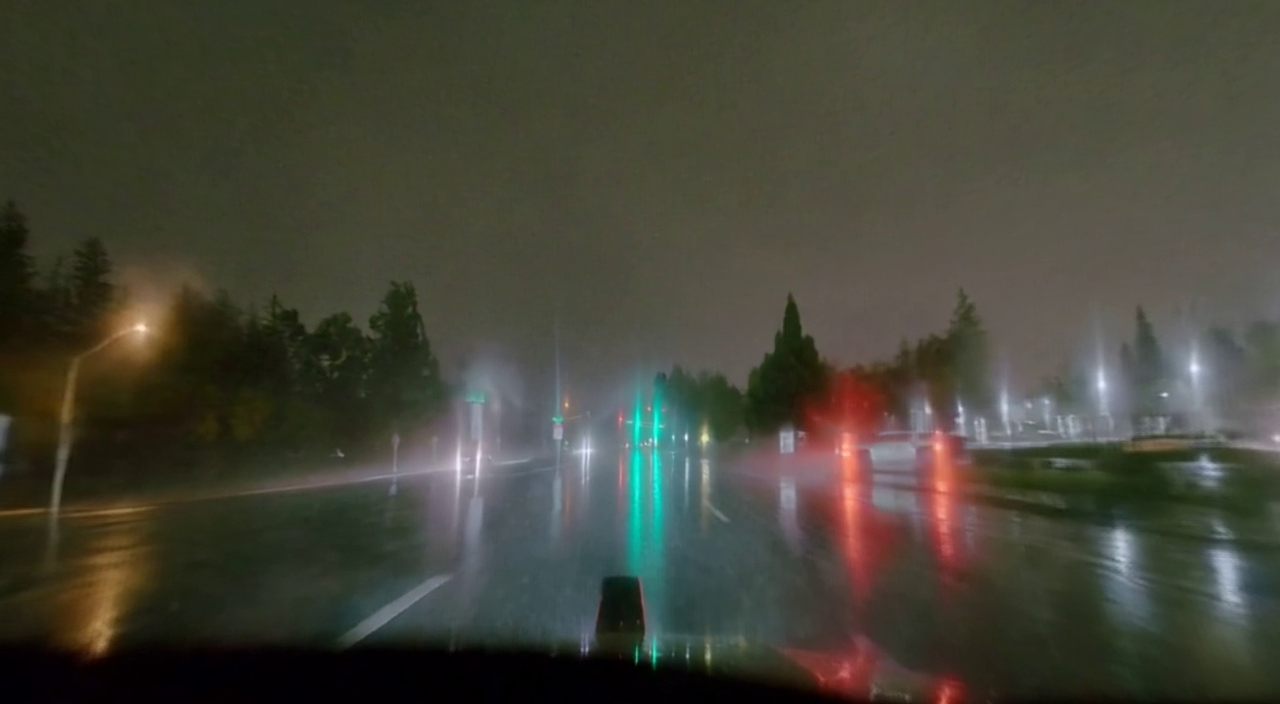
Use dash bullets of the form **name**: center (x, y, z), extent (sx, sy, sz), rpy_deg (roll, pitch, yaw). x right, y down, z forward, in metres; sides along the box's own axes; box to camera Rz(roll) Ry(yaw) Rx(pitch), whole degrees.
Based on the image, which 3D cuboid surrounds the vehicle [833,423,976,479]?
- **vehicle**: center (12.380, 4.631, 29.889), extent (5.581, 1.926, 2.324), rpy_deg (-6, -7, 0)
